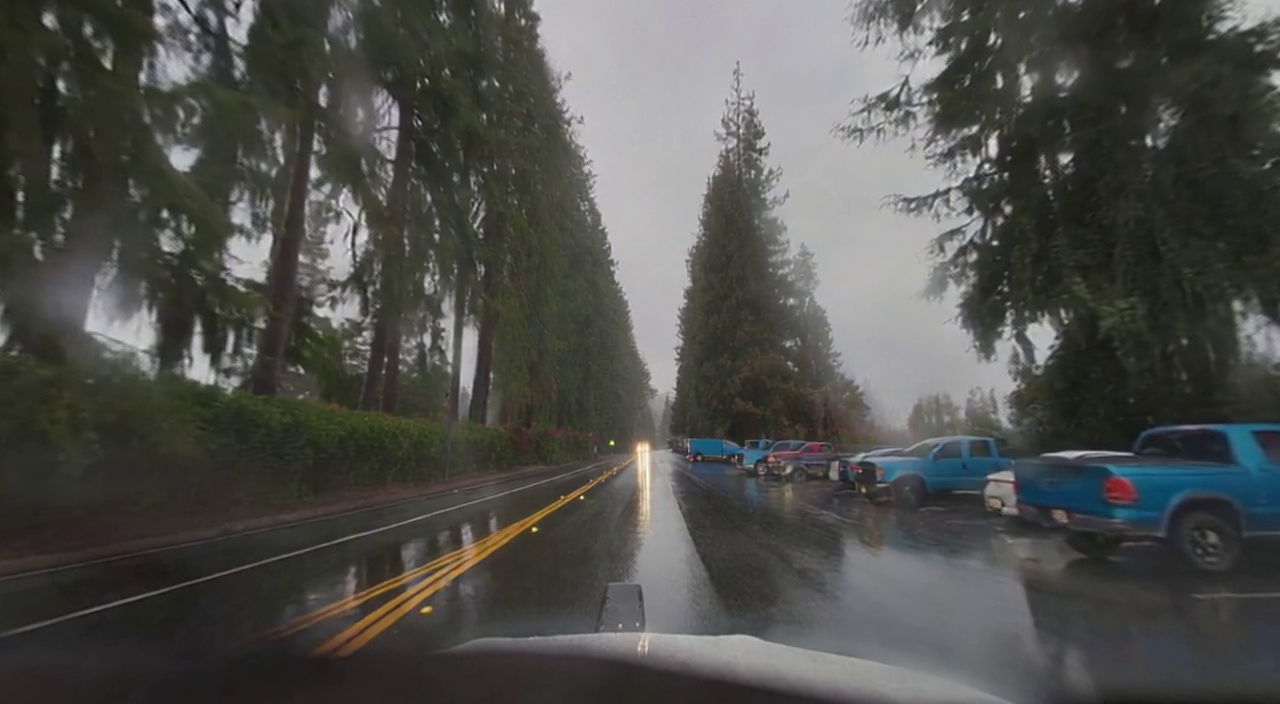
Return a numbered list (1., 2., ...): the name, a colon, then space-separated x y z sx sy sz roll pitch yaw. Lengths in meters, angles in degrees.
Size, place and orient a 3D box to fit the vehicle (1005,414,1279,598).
1. vehicle: 7.601 1.706 7.569 5.072 1.802 2.236 0 -8 -3
